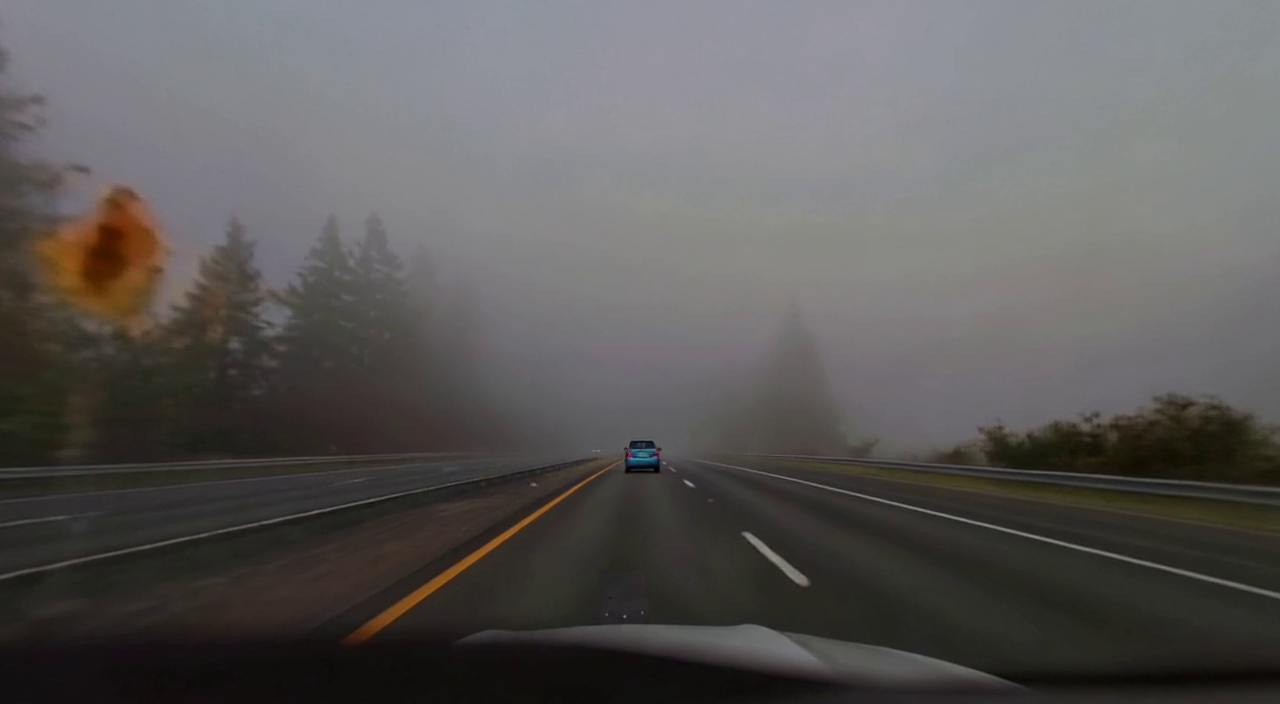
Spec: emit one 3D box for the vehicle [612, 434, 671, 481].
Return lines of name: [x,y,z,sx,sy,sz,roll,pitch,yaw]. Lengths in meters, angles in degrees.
vehicle: [0.065,4.230,25.472,2.190,1.706,4.062,0,-9,0]
